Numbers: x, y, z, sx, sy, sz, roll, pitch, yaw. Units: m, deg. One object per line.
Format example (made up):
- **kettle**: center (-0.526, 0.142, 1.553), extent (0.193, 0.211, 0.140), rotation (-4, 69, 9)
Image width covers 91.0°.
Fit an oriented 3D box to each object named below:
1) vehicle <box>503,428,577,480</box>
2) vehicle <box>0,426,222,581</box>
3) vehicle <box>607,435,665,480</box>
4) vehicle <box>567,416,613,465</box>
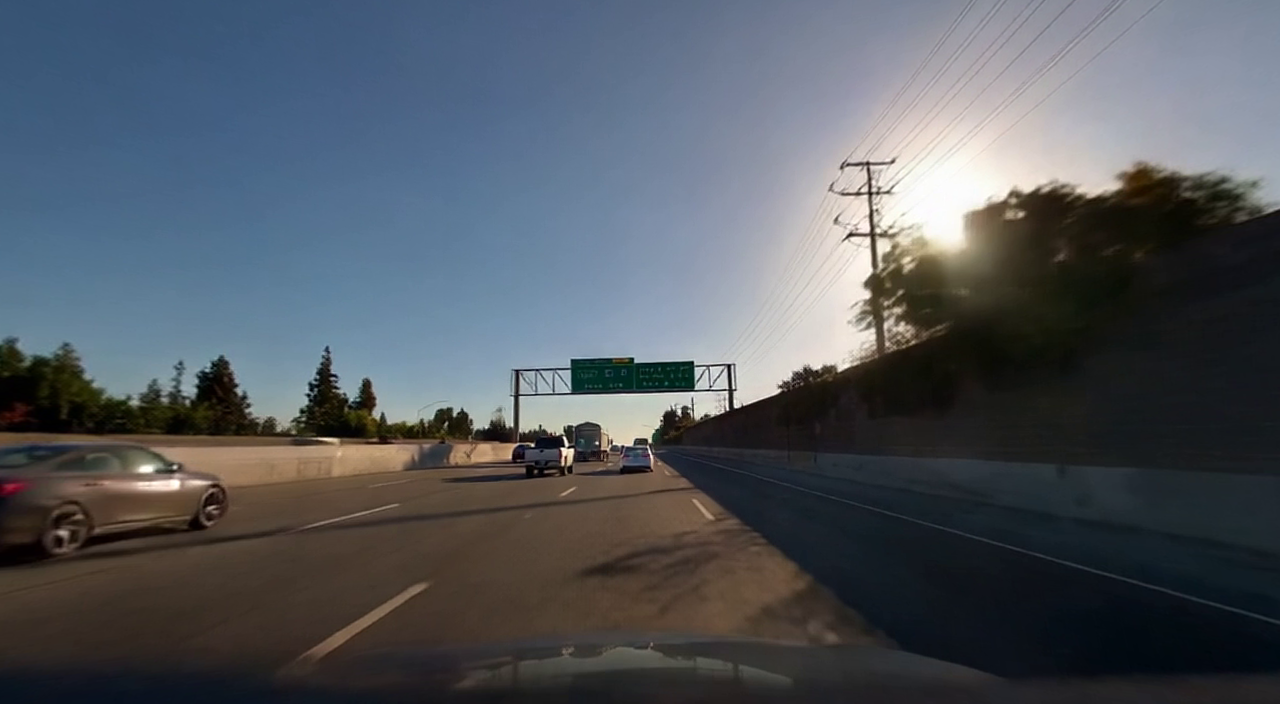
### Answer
- **vehicle**: center (-3.822, 4.000, 24.966), extent (2.109, 1.840, 4.614), rotation (0, -8, 1)
- **vehicle**: center (-7.320, 1.630, 7.113), extent (2.025, 1.510, 4.582), rotation (0, -8, 0)
- **vehicle**: center (-0.135, 4.288, 25.841), extent (2.178, 1.640, 4.071), rotation (0, -8, 0)
- **vehicle**: center (-3.618, 6.801, 48.007), extent (2.956, 3.331, 9.575), rotation (0, -8, -1)
